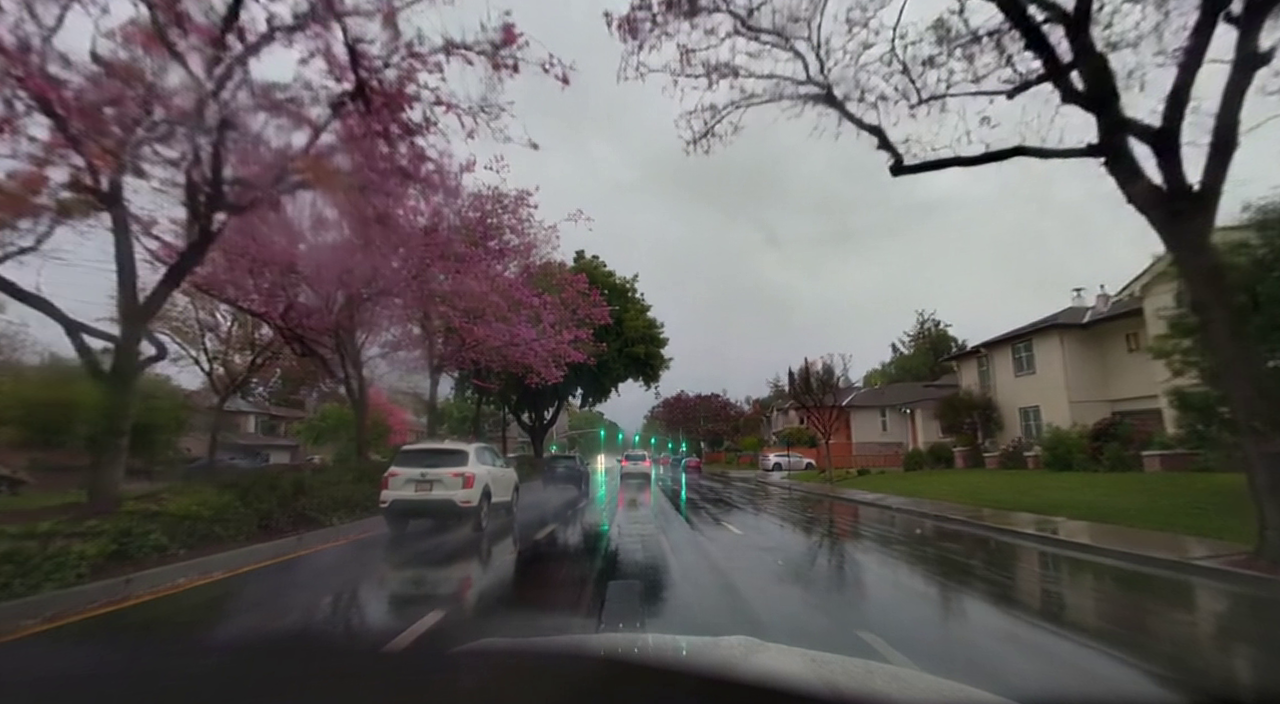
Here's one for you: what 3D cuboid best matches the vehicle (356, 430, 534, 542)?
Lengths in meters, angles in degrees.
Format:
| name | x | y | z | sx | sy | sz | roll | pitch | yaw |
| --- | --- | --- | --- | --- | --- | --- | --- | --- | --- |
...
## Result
| name | x | y | z | sx | sy | sz | roll | pitch | yaw |
| --- | --- | --- | --- | --- | --- | --- | --- | --- | --- |
| vehicle | -3.778 | 2.672 | 13.364 | 2.161 | 1.919 | 4.798 | 0 | -8 | 1 |

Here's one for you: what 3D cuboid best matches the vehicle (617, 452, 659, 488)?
| name | x | y | z | sx | sy | sz | roll | pitch | yaw |
| --- | --- | --- | --- | --- | --- | --- | --- | --- | --- |
| vehicle | -0.083 | 5.894 | 31.870 | 1.997 | 1.636 | 3.760 | 0 | -8 | 0 |

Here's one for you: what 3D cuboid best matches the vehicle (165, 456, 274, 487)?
| name | x | y | z | sx | sy | sz | roll | pitch | yaw |
| --- | --- | --- | --- | --- | --- | --- | --- | --- | --- |
| vehicle | -28.626 | 8.117 | 43.284 | 5.692 | 1.926 | 2.274 | 3 | -9 | -18 |

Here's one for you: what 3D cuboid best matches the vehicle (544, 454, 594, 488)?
| name | x | y | z | sx | sy | sz | roll | pitch | yaw |
| --- | --- | --- | --- | --- | --- | --- | --- | --- | --- |
| vehicle | -3.613 | 6.162 | 32.926 | 2.066 | 1.565 | 3.905 | 0 | -8 | 2 |
